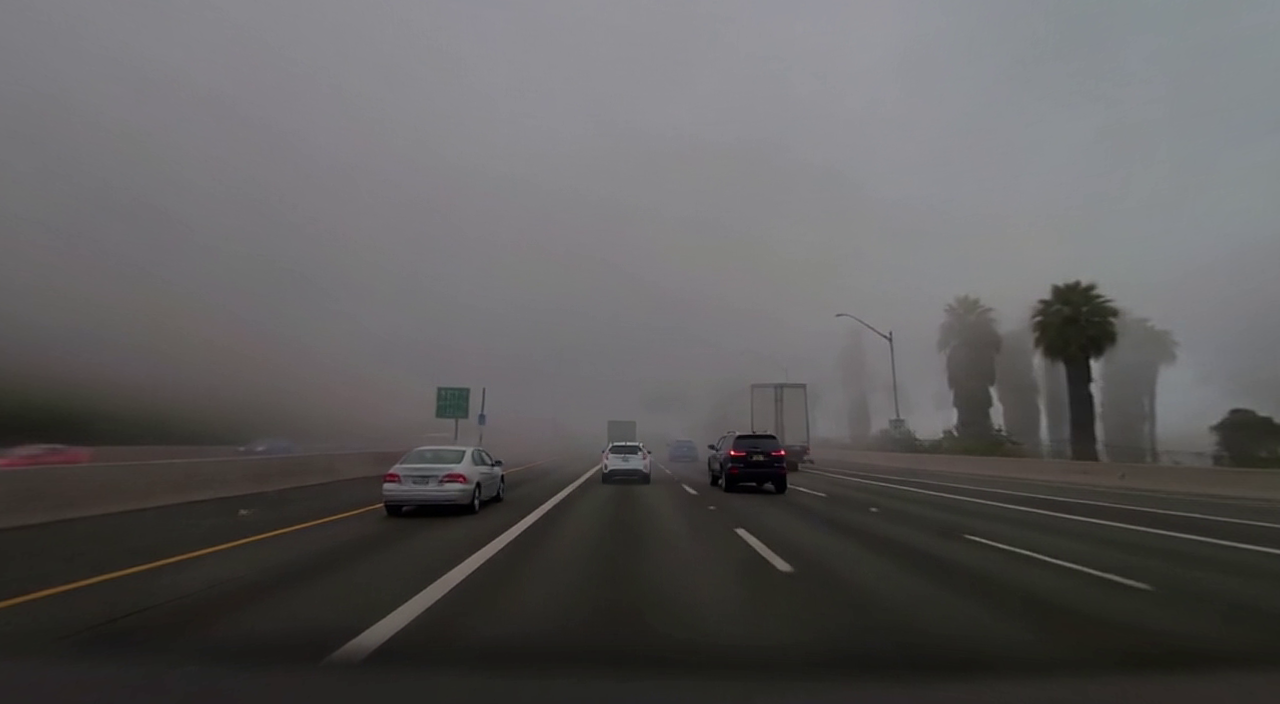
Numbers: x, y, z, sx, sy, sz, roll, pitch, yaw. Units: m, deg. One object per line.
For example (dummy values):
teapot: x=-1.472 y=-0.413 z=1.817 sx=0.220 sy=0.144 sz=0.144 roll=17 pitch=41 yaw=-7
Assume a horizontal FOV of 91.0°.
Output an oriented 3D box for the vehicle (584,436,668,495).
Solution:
vehicle: x=-0.389 y=3.174 z=17.967 sx=2.136 sy=1.470 sz=3.971 roll=0 pitch=-8 yaw=-1

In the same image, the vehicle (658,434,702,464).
vehicle: x=2.554 y=6.436 z=41.837 sx=2.476 sy=1.843 sz=5.652 roll=0 pitch=-8 yaw=-1

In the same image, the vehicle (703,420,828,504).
vehicle: x=3.055 y=2.800 z=16.467 sx=2.173 sy=1.870 sz=4.499 roll=0 pitch=-8 yaw=-2

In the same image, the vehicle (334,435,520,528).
vehicle: x=-3.718 y=2.325 z=11.996 sx=1.998 sy=1.423 sz=4.436 roll=0 pitch=-8 yaw=0
